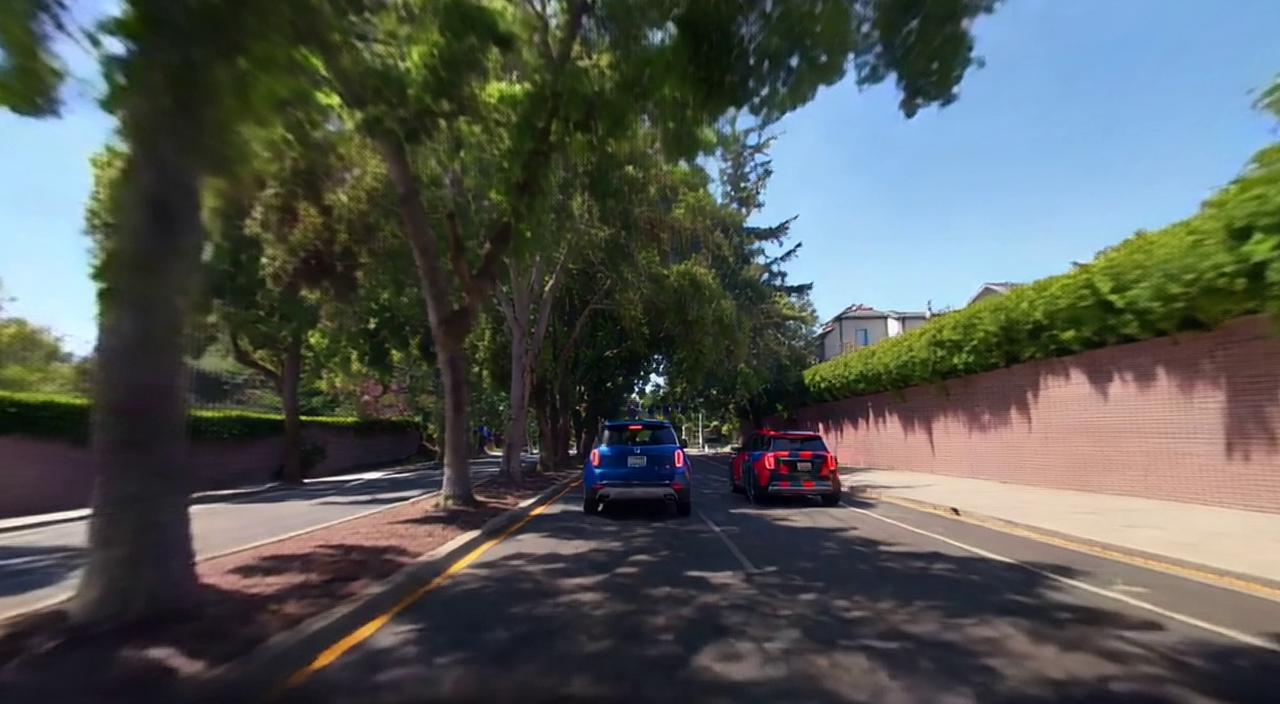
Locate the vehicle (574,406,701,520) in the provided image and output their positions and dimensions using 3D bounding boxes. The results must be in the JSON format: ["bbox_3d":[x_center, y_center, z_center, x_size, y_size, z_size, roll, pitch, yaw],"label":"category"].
[{"bbox_3d":[-0.086,1.990,11.554,1.984,1.777,3.148,1,-8,-2],"label":"vehicle"}]

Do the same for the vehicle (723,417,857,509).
[{"bbox_3d":[3.114,2.405,14.034,1.840,1.709,4.202,1,-8,-2],"label":"vehicle"}]
